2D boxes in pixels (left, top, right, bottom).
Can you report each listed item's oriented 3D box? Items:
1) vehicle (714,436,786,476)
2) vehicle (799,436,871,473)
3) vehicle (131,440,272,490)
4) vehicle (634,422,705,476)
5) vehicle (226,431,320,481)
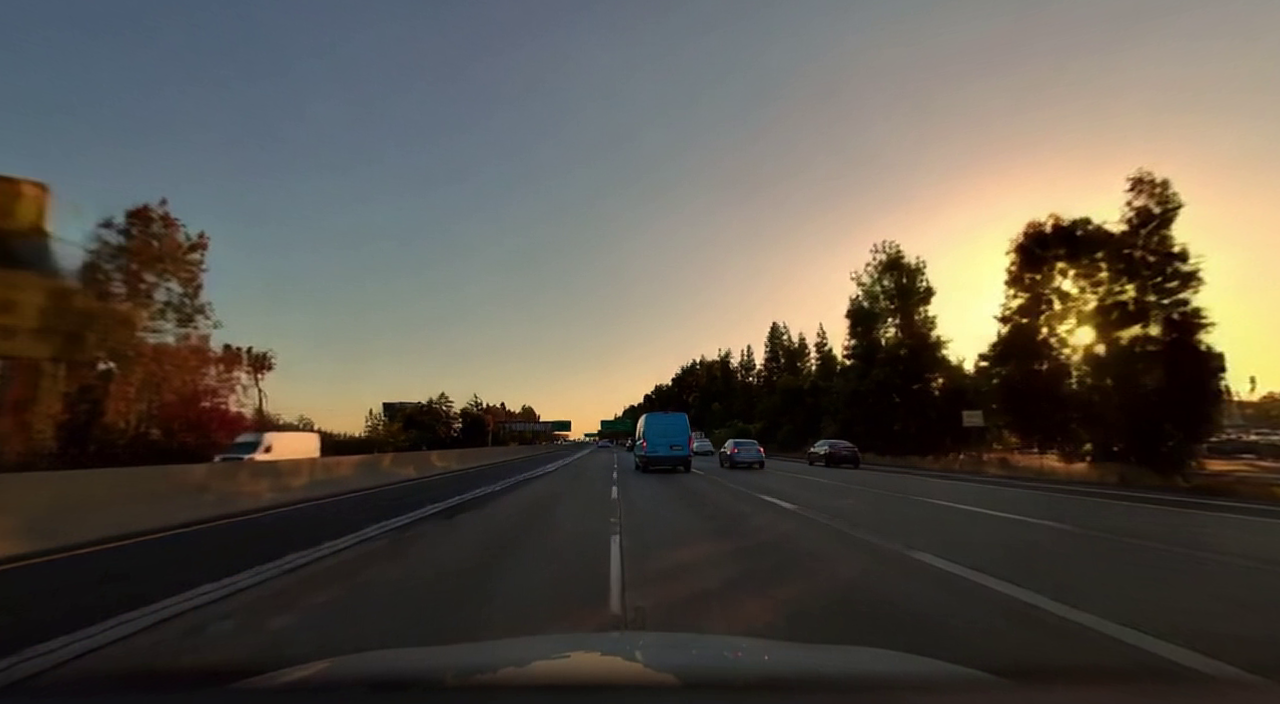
[{"bbox_3d":[4.442,4.270,25.944,2.099,1.510,3.784,0,-8,-3],"label":"vehicle"},{"bbox_3d":[8.620,4.551,28.029,1.874,1.496,3.586,0,-8,-3],"label":"vehicle"},{"bbox_3d":[-20.654,5.310,30.073,2.690,2.013,5.924,-1,-8,-3],"label":"vehicle"},{"bbox_3d":[1.126,4.195,27.359,2.546,2.087,5.404,0,-8,-3],"label":"vehicle"},{"bbox_3d":[-20.829,5.910,35.993,2.527,2.527,5.020,-3,-8,-2],"label":"vehicle"}]
